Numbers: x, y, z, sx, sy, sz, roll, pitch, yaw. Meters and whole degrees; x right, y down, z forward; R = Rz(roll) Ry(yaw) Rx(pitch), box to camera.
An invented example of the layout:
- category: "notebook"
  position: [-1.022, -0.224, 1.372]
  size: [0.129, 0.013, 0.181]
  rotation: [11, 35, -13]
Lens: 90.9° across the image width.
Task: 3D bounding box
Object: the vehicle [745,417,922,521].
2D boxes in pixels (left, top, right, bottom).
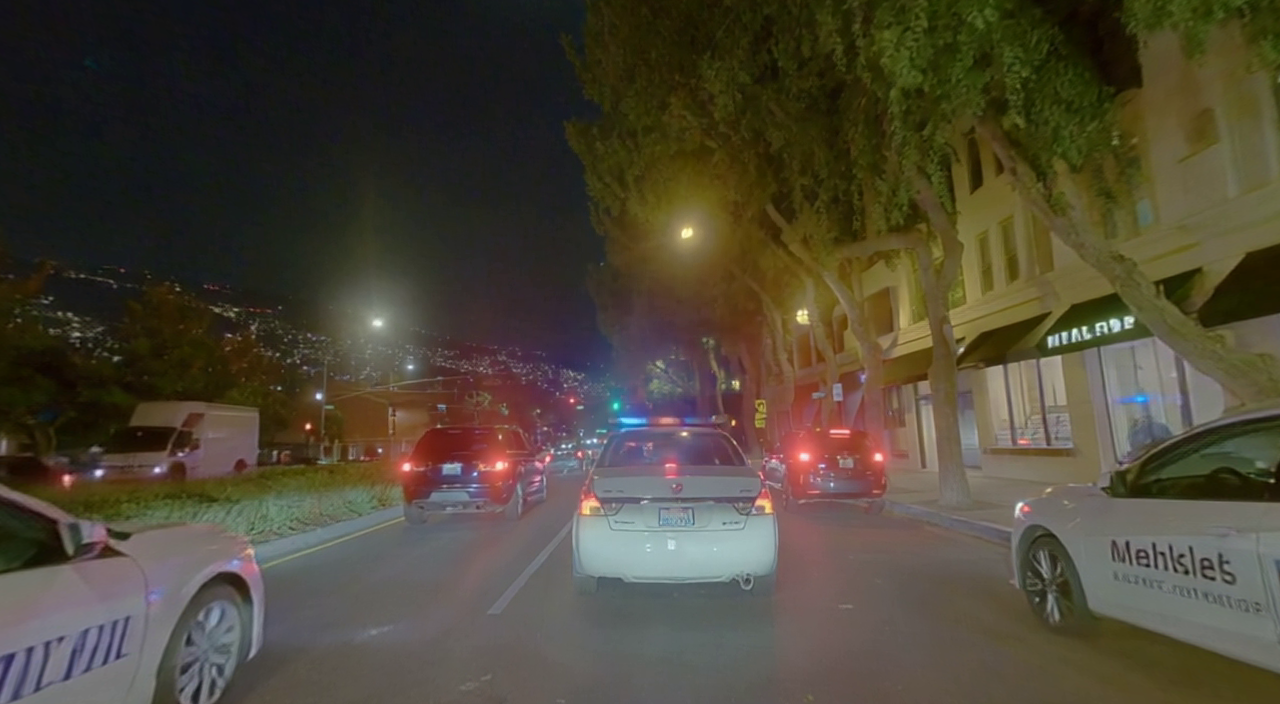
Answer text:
- category: "vehicle"
  position: [4.048, 2.584, 14.540]
  size: [2.038, 1.865, 5.786]
  rotation: [1, -8, -2]

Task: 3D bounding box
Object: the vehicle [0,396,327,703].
- category: "vehicle"
  position: [-2.942, 0.862, 1.834]
  size: [1.908, 1.474, 4.257]
  rotation: [0, -8, -1]

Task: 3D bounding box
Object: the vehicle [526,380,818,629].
- category: "vehicle"
  position: [0.211, 1.385, 6.593]
  size: [2.075, 1.770, 4.018]
  rotation: [0, -8, 0]

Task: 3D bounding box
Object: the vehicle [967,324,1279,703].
- category: "vehicle"
  position: [4.008, 0.906, 3.243]
  size: [1.987, 1.877, 5.330]
  rotation: [3, -8, 2]

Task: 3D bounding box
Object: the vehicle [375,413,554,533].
- category: "vehicle"
  position: [-2.999, 2.186, 11.958]
  size: [2.135, 1.806, 4.514]
  rotation: [0, -8, -1]
